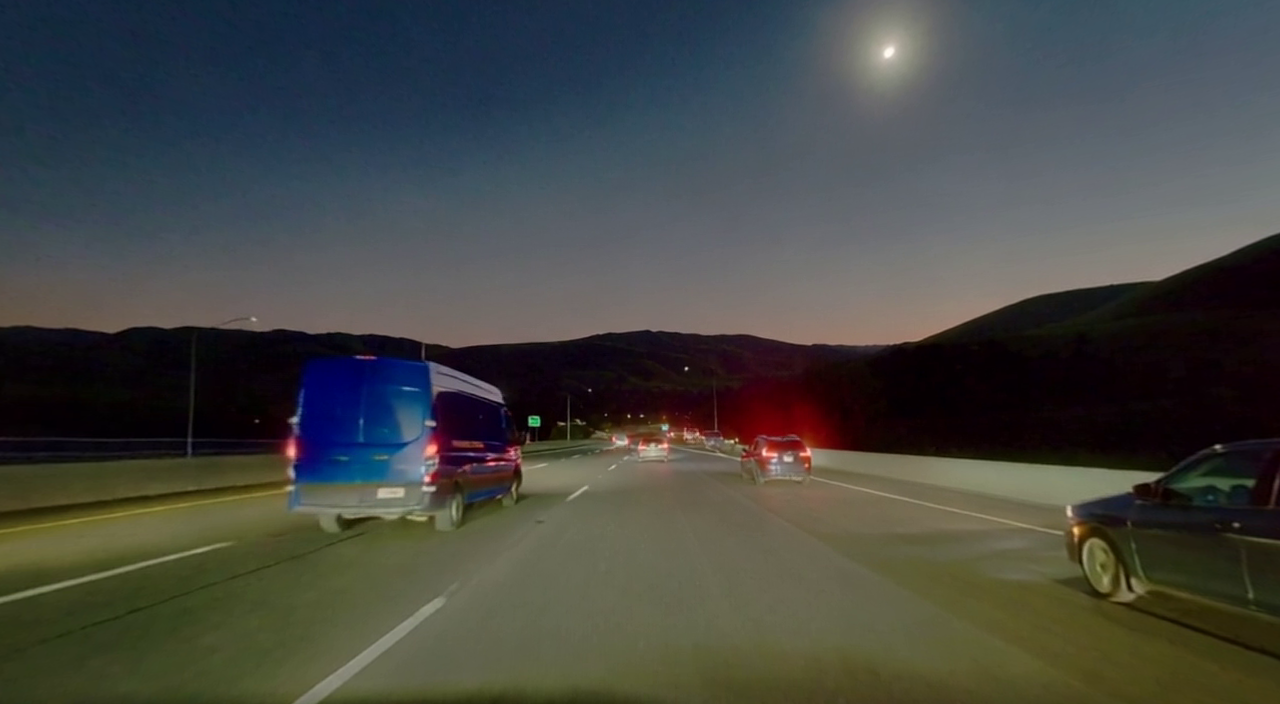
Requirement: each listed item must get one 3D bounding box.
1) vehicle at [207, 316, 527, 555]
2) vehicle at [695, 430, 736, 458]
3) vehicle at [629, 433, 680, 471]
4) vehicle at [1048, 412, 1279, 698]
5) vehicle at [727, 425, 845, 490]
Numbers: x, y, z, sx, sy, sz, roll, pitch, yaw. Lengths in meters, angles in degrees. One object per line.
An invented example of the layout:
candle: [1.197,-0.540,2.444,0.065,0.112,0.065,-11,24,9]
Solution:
vehicle: [-3.544,1.329,9.951,2.396,2.664,5.735,0,-8,0]
vehicle: [5.256,6.495,44.599,2.229,1.837,4.710,0,-8,-1]
vehicle: [0.581,4.338,27.567,2.054,1.504,3.890,0,-8,0]
vehicle: [4.407,1.008,2.931,2.050,1.491,4.362,0,-8,-1]
vehicle: [4.063,3.019,18.343,2.270,1.660,4.101,0,-8,-3]
